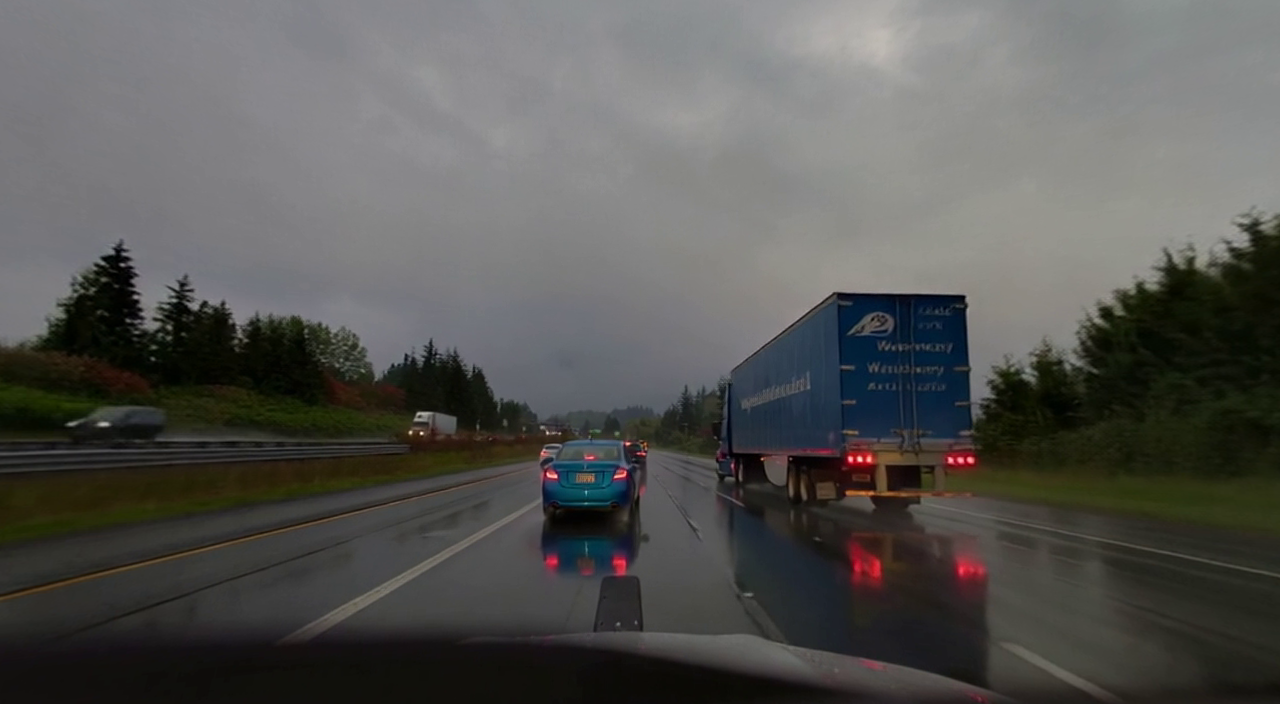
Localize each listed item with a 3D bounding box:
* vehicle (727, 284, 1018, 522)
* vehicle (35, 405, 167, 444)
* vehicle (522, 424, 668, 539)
[{"bbox_3d":[4.874,1.886,17.712,2.825,4.043,14.051,0,-9,0],"label":"vehicle"},{"bbox_3d":[-22.601,3.141,26.628,1.896,1.456,4.407,0,-9,-4],"label":"vehicle"},{"bbox_3d":[-0.647,2.113,10.755,2.038,1.582,3.729,0,-9,0],"label":"vehicle"}]
